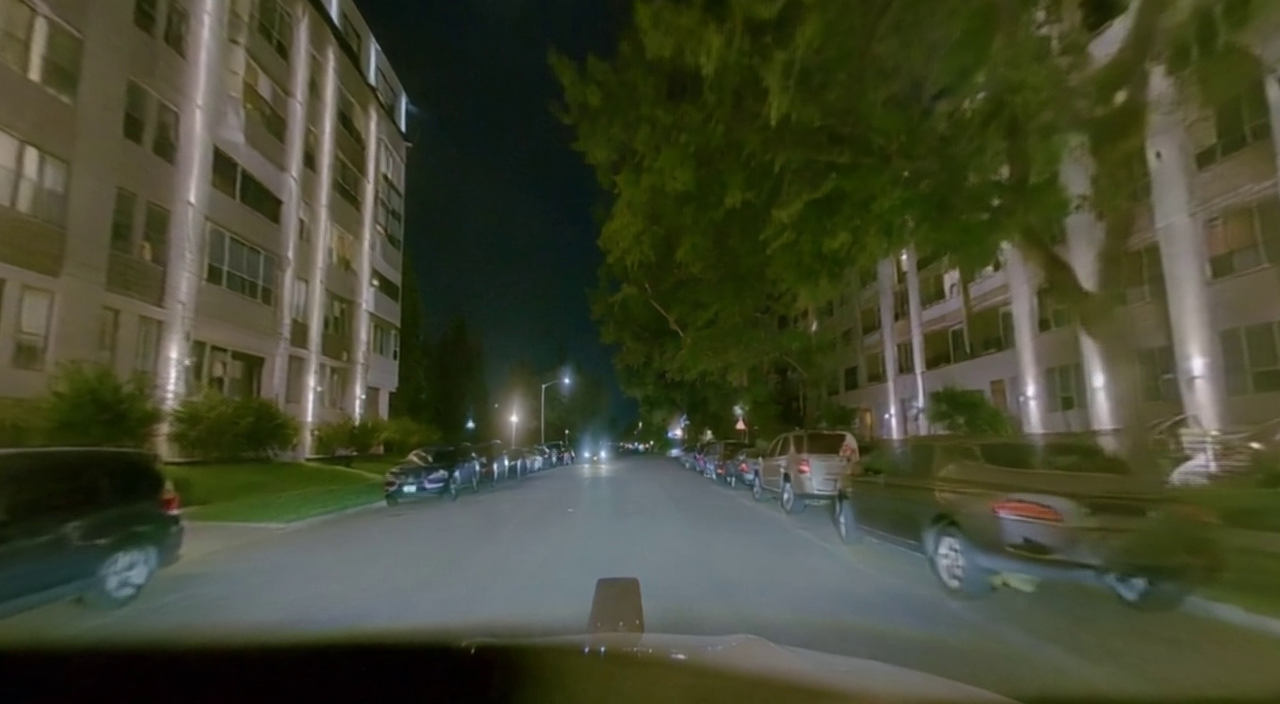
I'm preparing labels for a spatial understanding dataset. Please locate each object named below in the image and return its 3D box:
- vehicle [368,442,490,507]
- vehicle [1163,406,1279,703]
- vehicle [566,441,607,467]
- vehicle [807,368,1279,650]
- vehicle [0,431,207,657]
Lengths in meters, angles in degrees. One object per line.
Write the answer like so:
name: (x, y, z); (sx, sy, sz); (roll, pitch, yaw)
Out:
vehicle: (-5.450, 3.178, 16.951); (1.647, 1.481, 4.433); (0, -8, 1)
vehicle: (3.707, 0.748, 1.018); (1.740, 1.527, 4.602); (0, -8, -1)
vehicle: (-3.191, 6.210, 38.573); (1.939, 1.504, 4.121); (-1, -8, 3)
vehicle: (3.391, 1.367, 6.630); (1.835, 1.809, 4.997); (0, -8, -1)
vehicle: (-5.117, 1.323, 4.458); (1.628, 1.504, 3.500); (0, -8, 0)
